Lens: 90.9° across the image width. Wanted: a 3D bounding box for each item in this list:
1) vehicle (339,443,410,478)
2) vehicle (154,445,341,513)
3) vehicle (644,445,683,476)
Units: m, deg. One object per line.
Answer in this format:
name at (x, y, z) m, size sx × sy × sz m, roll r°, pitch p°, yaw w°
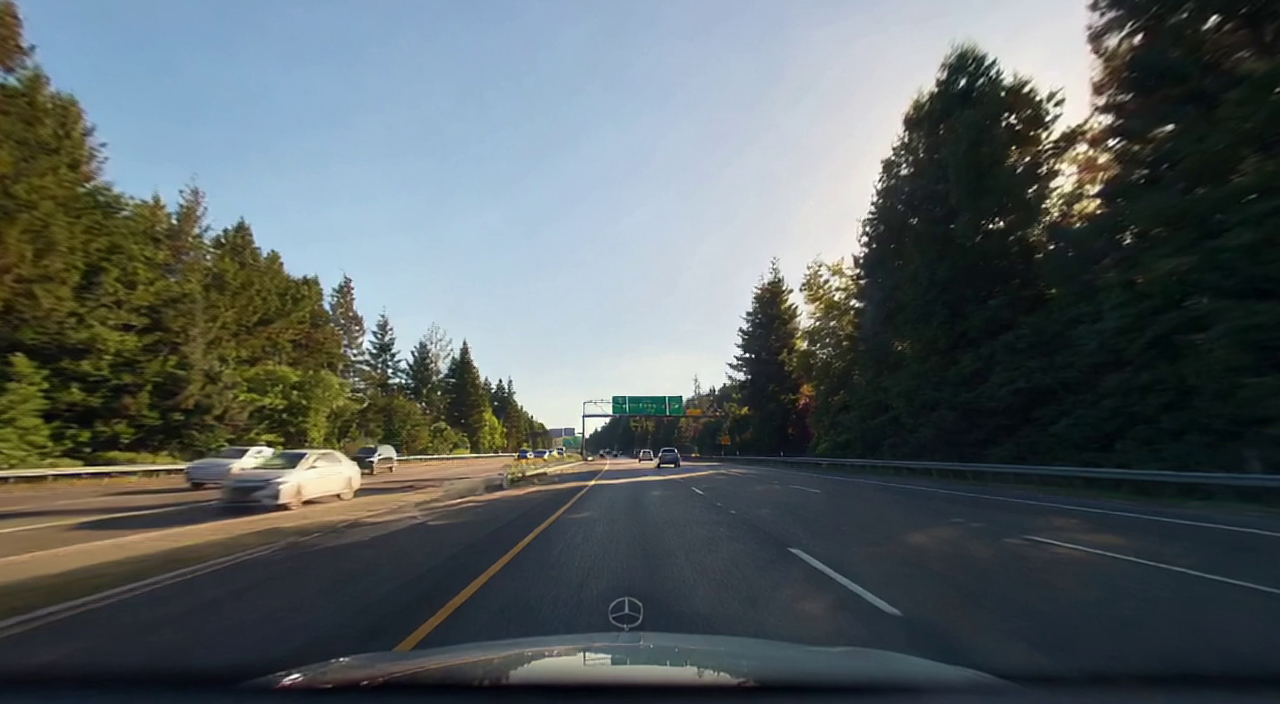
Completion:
vehicle at (-14.293, 5.847, 34.194) m, size 1.937 × 1.727 × 4.410 m, roll 0°, pitch -9°, yaw -1°
vehicle at (-10.009, 3.224, 16.634) m, size 1.998 × 1.518 × 4.603 m, roll 0°, pitch -9°, yaw 0°
vehicle at (1.239, 5.964, 34.848) m, size 2.011 × 1.590 × 3.607 m, roll 0°, pitch -9°, yaw 0°
